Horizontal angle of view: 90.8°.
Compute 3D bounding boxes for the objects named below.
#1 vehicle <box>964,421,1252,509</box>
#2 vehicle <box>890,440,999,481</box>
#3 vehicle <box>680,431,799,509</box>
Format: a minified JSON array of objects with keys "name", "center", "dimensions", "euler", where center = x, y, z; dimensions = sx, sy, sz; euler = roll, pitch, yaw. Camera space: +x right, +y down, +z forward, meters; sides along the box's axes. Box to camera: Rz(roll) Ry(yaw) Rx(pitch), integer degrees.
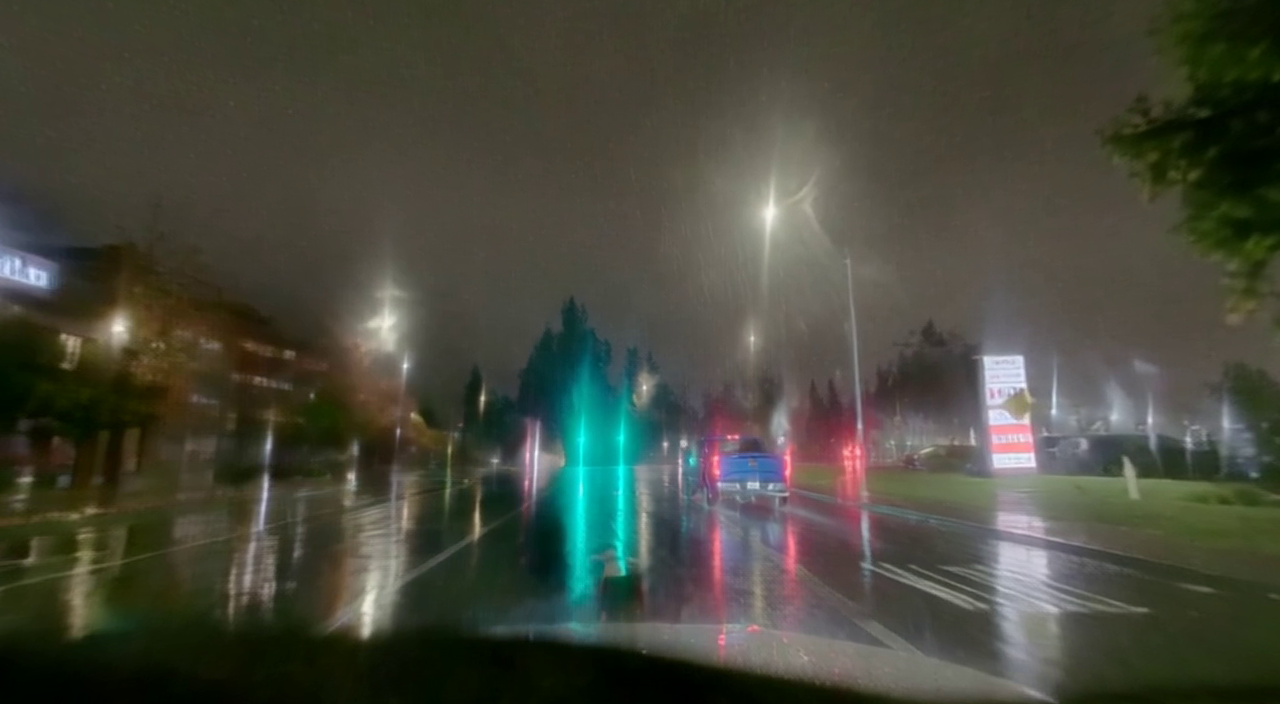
[{"name":"vehicle","center":[15.367,3.772,21.188],"dimensions":[7.551,2.142,2.896],"euler":[5,-10,-2]},{"name":"vehicle","center":[16.608,5.937,34.708],"dimensions":[4.765,1.678,2.228],"euler":[-5,-3,5]},{"name":"vehicle","center":[2.677,3.369,18.709],"dimensions":[2.402,1.922,5.677],"euler":[0,-8,-2]}]
